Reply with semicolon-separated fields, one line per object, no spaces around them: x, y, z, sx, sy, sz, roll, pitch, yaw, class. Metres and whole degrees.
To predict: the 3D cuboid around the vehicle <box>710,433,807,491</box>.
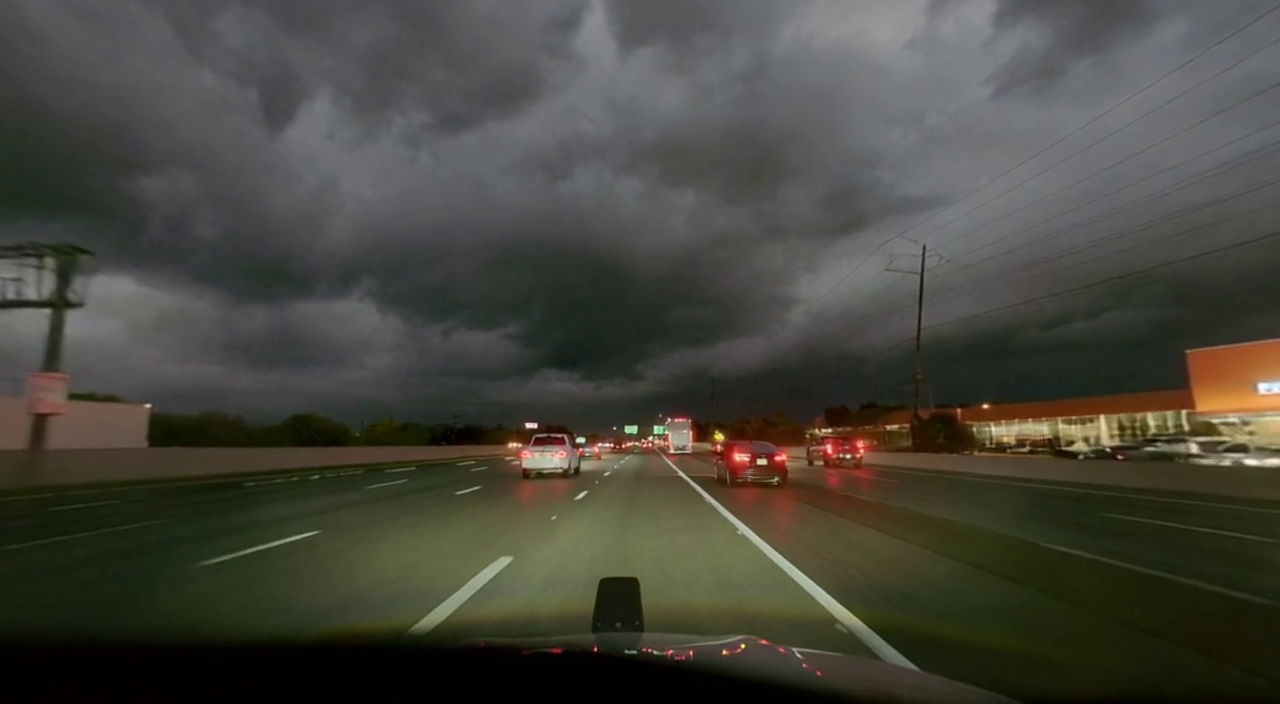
3.343;3.210;18.720;1.980;1.501;4.433;0;-9;-1;vehicle

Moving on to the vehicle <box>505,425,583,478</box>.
-3.522;3.789;24.099;2.130;1.799;4.583;0;-9;2;vehicle

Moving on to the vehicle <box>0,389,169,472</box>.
-31.773;3.987;31.639;2.916;3.883;16.277;0;-9;3;vehicle

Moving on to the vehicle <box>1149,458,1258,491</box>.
29.349;6.377;32.894;3.800;1.507;1.789;-3;-10;3;vehicle

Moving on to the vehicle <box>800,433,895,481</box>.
7.377;3.777;22.845;2.075;1.587;3.947;0;-9;-1;vehicle

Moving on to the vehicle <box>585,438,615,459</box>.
-2.991;7.313;47.731;1.929;1.521;4.097;0;-9;1;vehicle

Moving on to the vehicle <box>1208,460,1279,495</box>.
29.998;5.960;29.938;3.852;1.550;1.978;-1;-9;4;vehicle
